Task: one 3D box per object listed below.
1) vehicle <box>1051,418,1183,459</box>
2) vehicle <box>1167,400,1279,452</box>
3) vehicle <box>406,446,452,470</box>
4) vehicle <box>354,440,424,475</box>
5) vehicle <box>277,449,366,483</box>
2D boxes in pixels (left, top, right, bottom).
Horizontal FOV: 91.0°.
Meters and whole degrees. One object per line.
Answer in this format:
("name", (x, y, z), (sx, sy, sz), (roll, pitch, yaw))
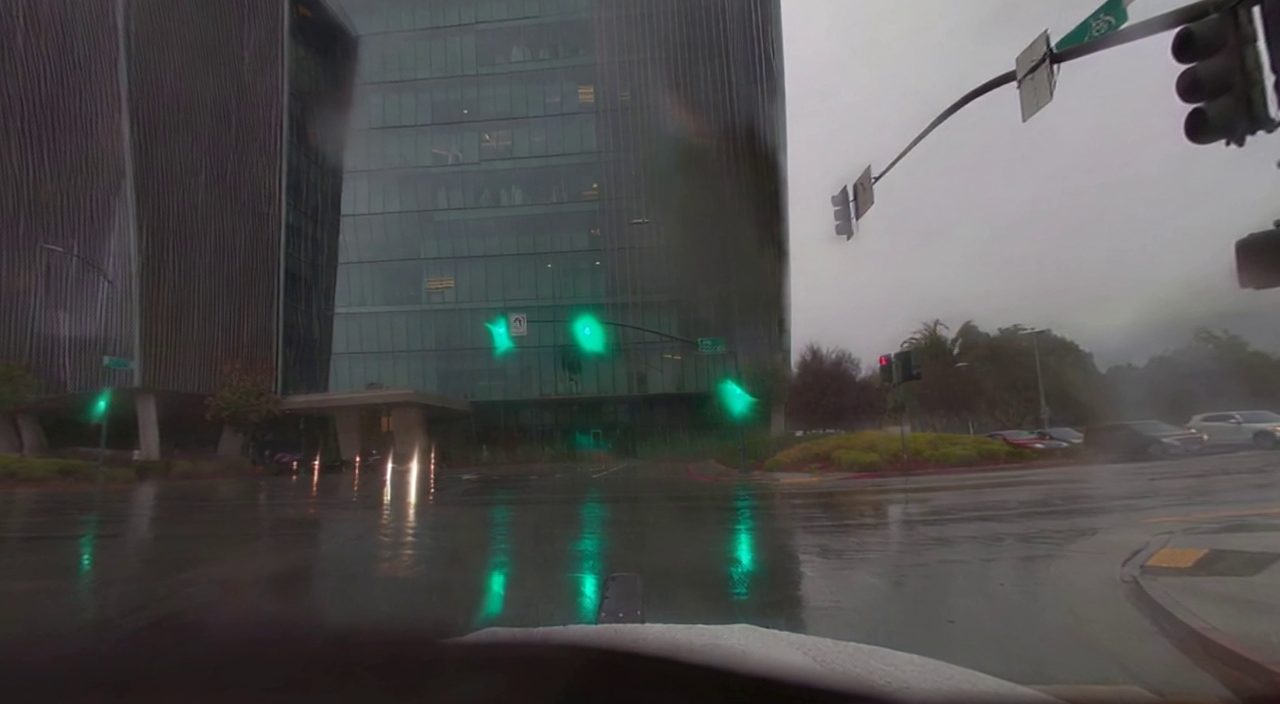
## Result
("vehicle", (19.075, 3.520, 25.494), (1.834, 1.480, 4.458), (0, -9, -1))
("vehicle", (24.414, 3.020, 25.173), (2.109, 1.836, 5.080), (-2, -10, -1))
("vehicle", (-15.119, 7.603, 45.297), (1.932, 1.605, 4.146), (1, -9, -1))
("vehicle", (-14.877, 6.292, 37.688), (2.091, 1.915, 5.040), (0, -9, 0))
("vehicle", (-14.804, 5.299, 29.573), (1.790, 1.437, 4.349), (0, -9, 2))
